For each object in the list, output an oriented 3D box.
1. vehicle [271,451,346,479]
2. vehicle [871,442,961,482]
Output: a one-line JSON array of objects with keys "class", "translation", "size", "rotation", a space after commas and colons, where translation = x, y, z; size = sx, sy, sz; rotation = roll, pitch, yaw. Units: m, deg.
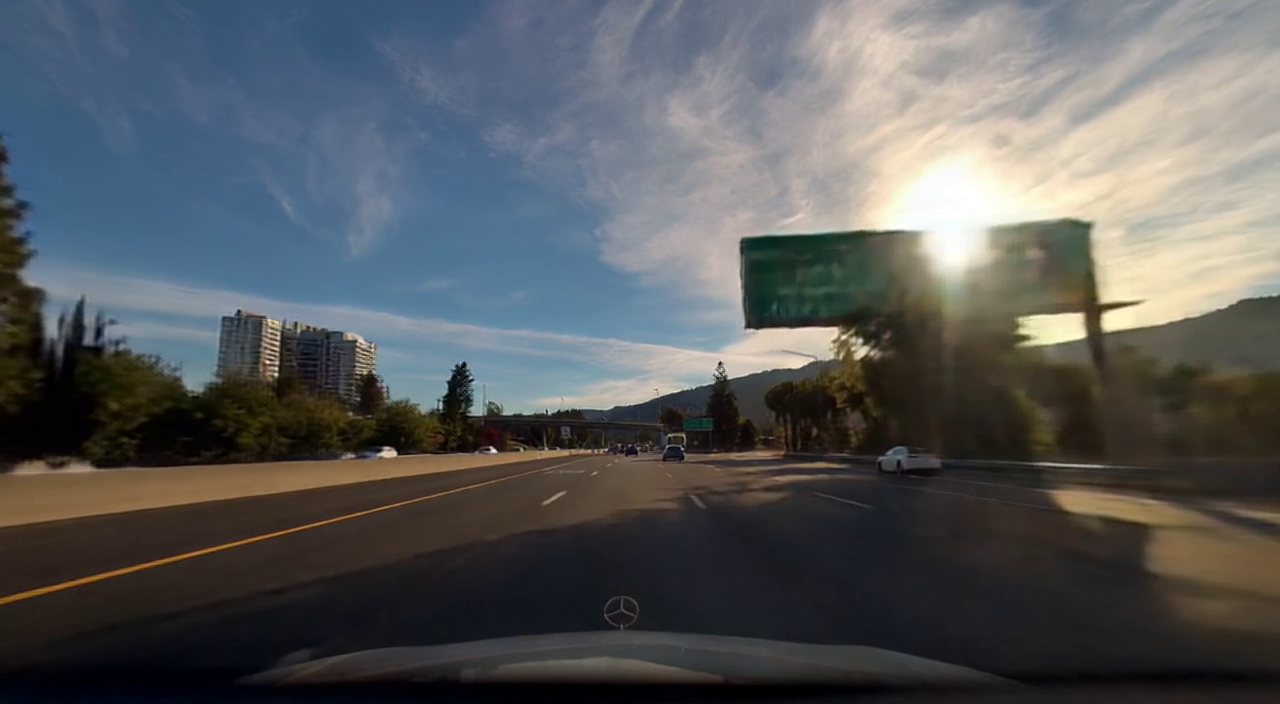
[{"class": "vehicle", "translation": [-19.587, 6.678, 37.595], "size": [1.935, 1.484, 4.558], "rotation": [0, -9, 1]}, {"class": "vehicle", "translation": [11.425, 4.565, 26.528], "size": [1.878, 1.509, 4.327], "rotation": [0, -9, 1]}]
